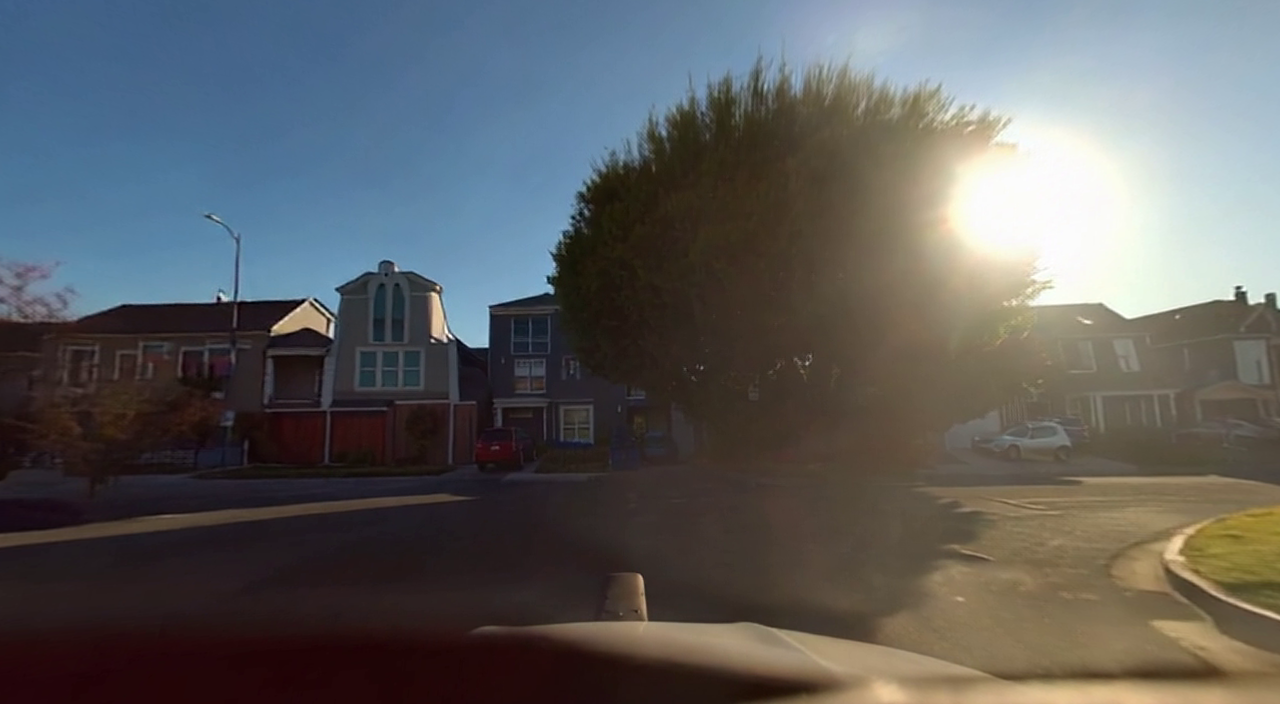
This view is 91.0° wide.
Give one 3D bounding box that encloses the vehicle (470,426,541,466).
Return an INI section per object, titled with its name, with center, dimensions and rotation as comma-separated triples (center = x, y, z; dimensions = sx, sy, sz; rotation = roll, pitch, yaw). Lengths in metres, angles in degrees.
[vehicle]
center = -5.419, 3.876, 26.006
dimensions = 1.968, 1.491, 4.486
rotation = 0, -8, 0
